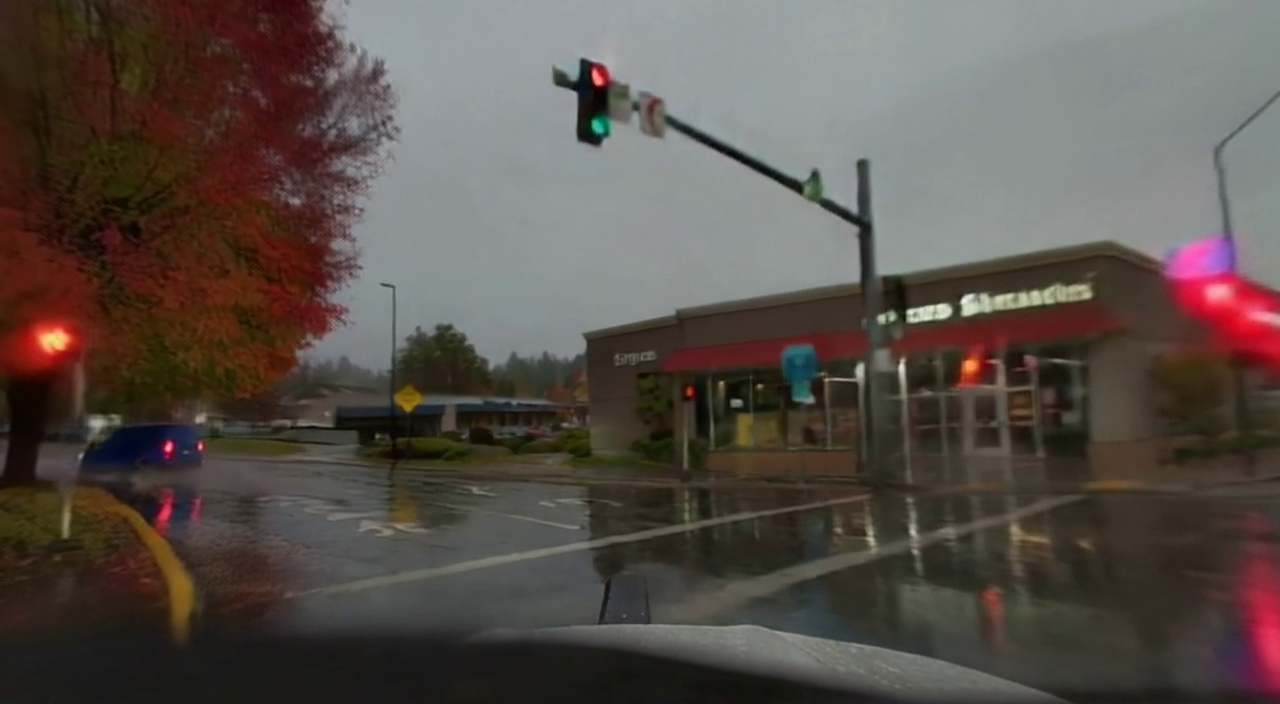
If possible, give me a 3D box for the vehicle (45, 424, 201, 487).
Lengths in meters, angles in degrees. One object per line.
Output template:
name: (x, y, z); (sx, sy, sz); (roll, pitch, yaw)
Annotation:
vehicle: (-16.962, 3.311, 20.636); (5.110, 1.814, 2.146); (-4, -9, 30)
